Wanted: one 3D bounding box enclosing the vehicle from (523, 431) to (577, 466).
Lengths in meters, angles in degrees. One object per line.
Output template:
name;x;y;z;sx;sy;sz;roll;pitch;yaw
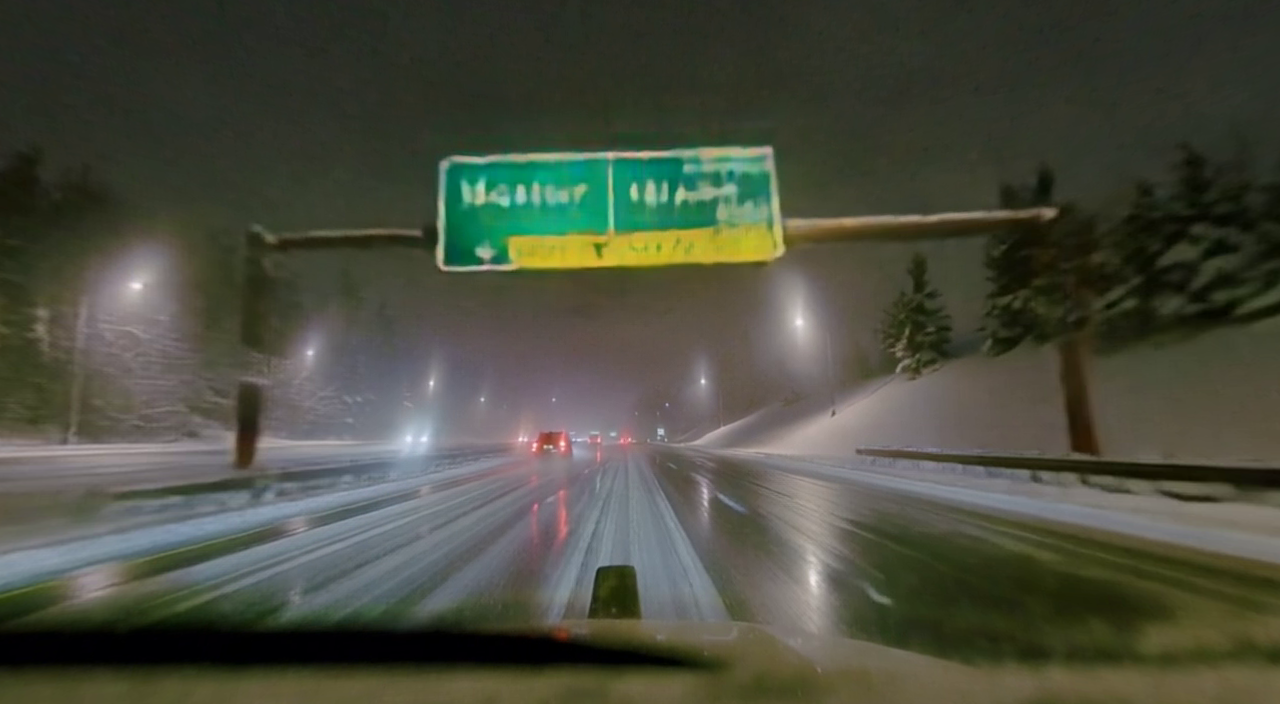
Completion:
vehicle;-4.322;4.688;30.892;2.062;1.591;4.156;0;-8;-1
